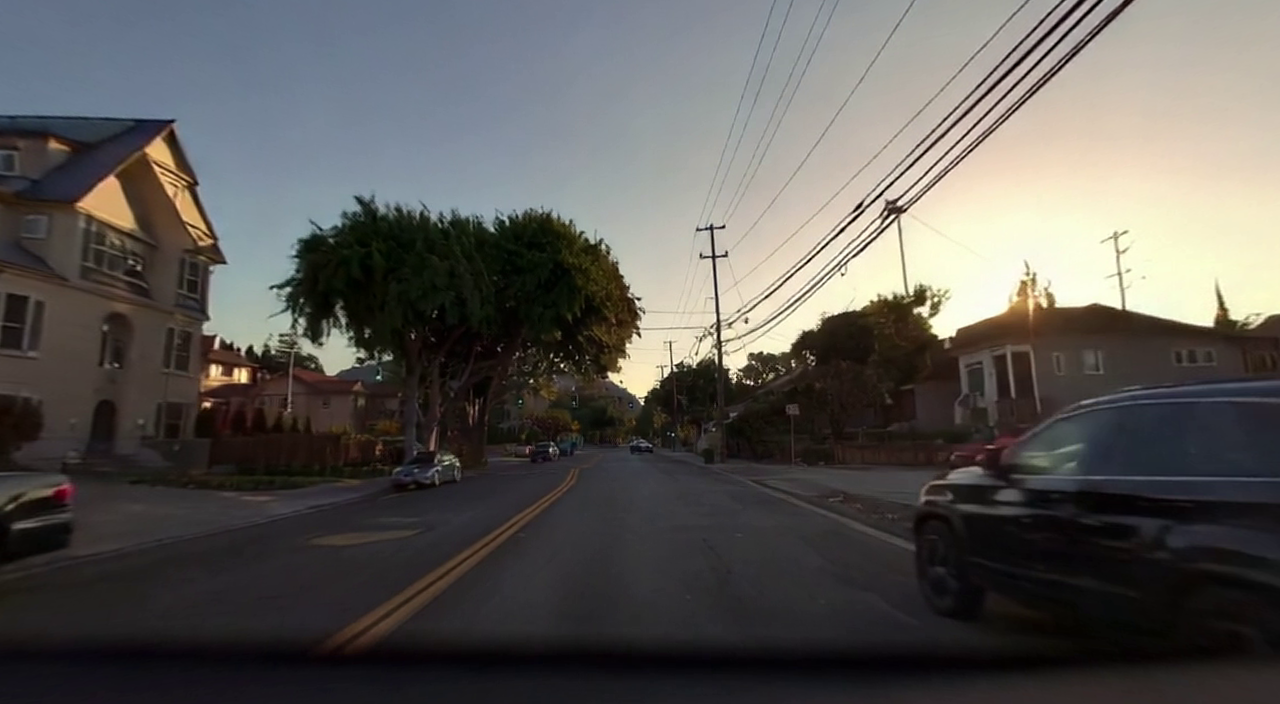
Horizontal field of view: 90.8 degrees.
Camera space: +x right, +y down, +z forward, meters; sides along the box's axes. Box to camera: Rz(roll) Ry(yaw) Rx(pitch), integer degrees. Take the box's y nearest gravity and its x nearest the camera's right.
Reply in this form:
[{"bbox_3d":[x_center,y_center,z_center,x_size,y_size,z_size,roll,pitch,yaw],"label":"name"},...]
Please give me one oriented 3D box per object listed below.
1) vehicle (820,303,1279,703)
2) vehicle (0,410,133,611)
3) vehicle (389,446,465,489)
[{"bbox_3d":[3.239,1.054,4.265,2.202,1.805,5.756,0,-8,-2],"label":"vehicle"},{"bbox_3d":[-6.831,1.225,4.339,2.151,1.789,5.482,0,-8,0],"label":"vehicle"},{"bbox_3d":[-7.893,4.279,23.864,1.902,1.456,4.451,1,-9,-8],"label":"vehicle"}]
